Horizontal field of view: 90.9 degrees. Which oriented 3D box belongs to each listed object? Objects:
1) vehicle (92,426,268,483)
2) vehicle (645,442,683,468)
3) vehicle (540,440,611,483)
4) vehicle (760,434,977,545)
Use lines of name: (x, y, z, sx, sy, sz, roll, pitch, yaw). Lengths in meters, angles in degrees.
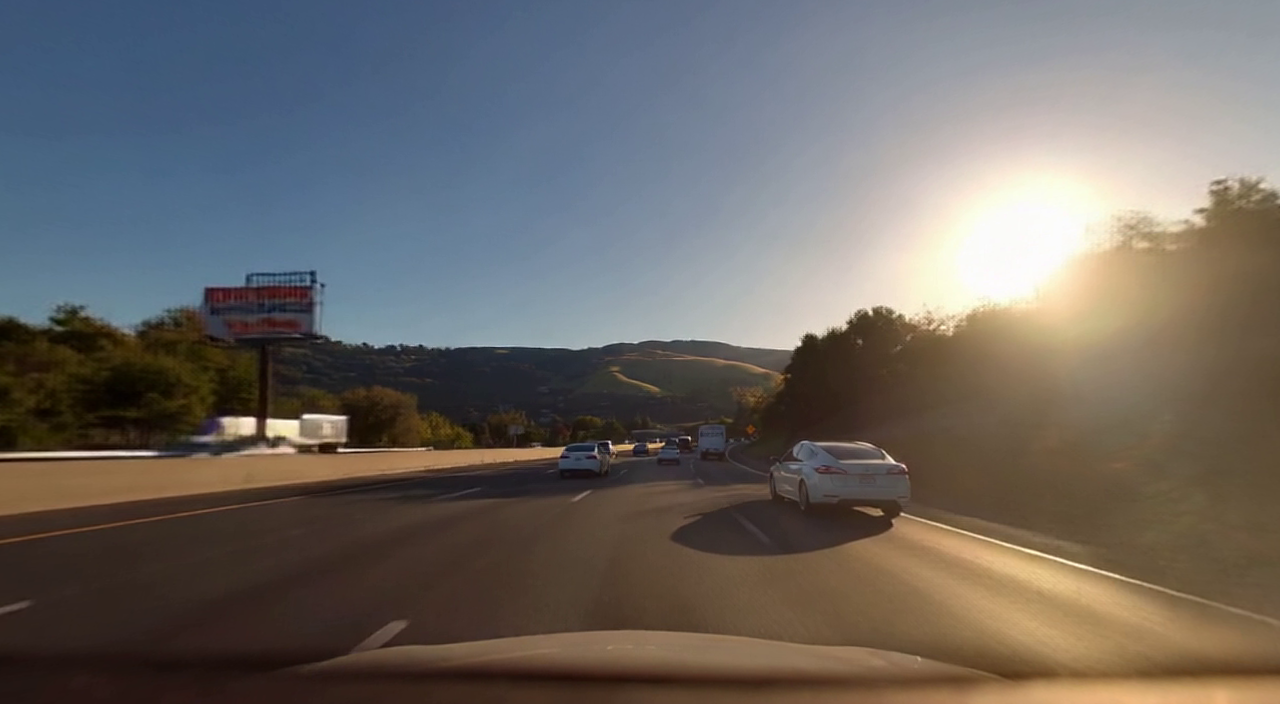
vehicle: (-17.039, 3.849, 23.870, 2.389, 1.886, 5.415, -1, -8, 3)
vehicle: (1.525, 6.263, 38.624, 2.202, 1.467, 3.929, -1, -8, 4)
vehicle: (-2.376, 4.217, 24.608, 2.031, 1.491, 4.792, -1, -8, 3)
vehicle: (3.463, 2.153, 10.619, 2.013, 1.464, 4.317, 0, -8, 0)
